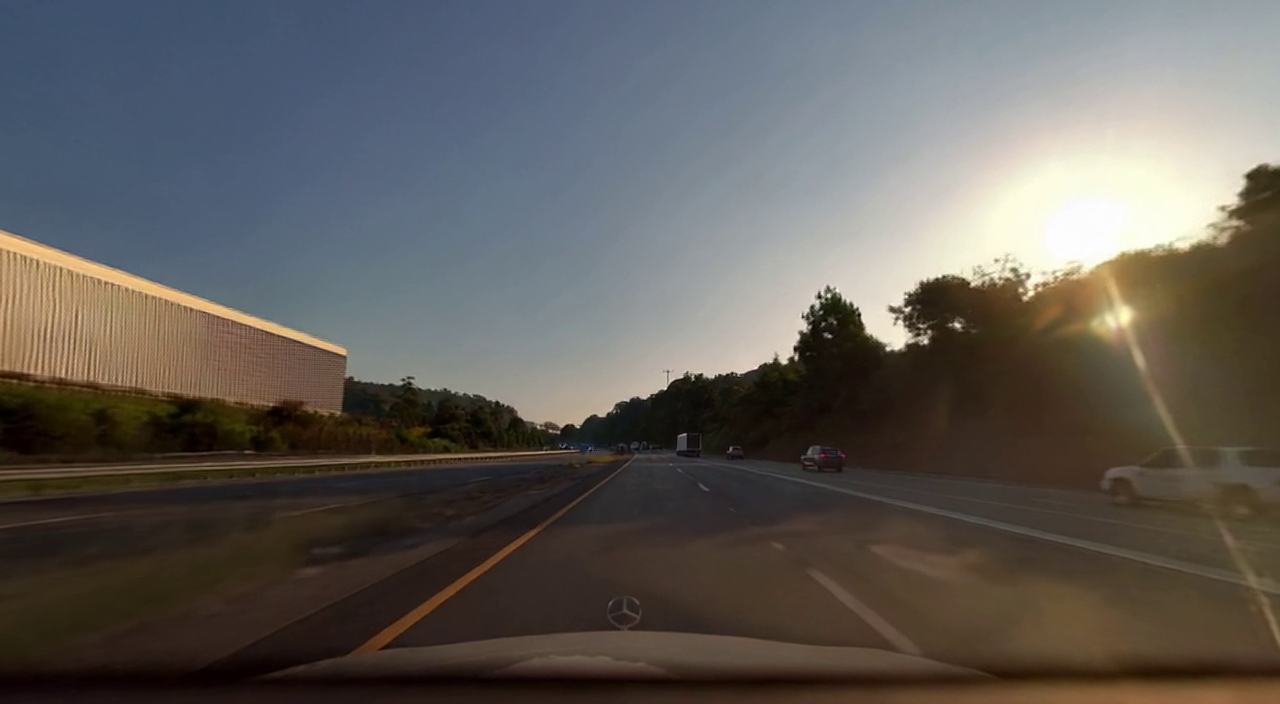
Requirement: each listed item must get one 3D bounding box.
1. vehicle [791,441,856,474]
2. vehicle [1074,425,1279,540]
[{"bbox_3d":[10.278,5.954,35.706,2.129,1.735,4.880,0,-9,-1],"label":"vehicle"},{"bbox_3d":[10.338,2.154,10.864,2.127,1.646,4.926,0,-9,-1],"label":"vehicle"}]
